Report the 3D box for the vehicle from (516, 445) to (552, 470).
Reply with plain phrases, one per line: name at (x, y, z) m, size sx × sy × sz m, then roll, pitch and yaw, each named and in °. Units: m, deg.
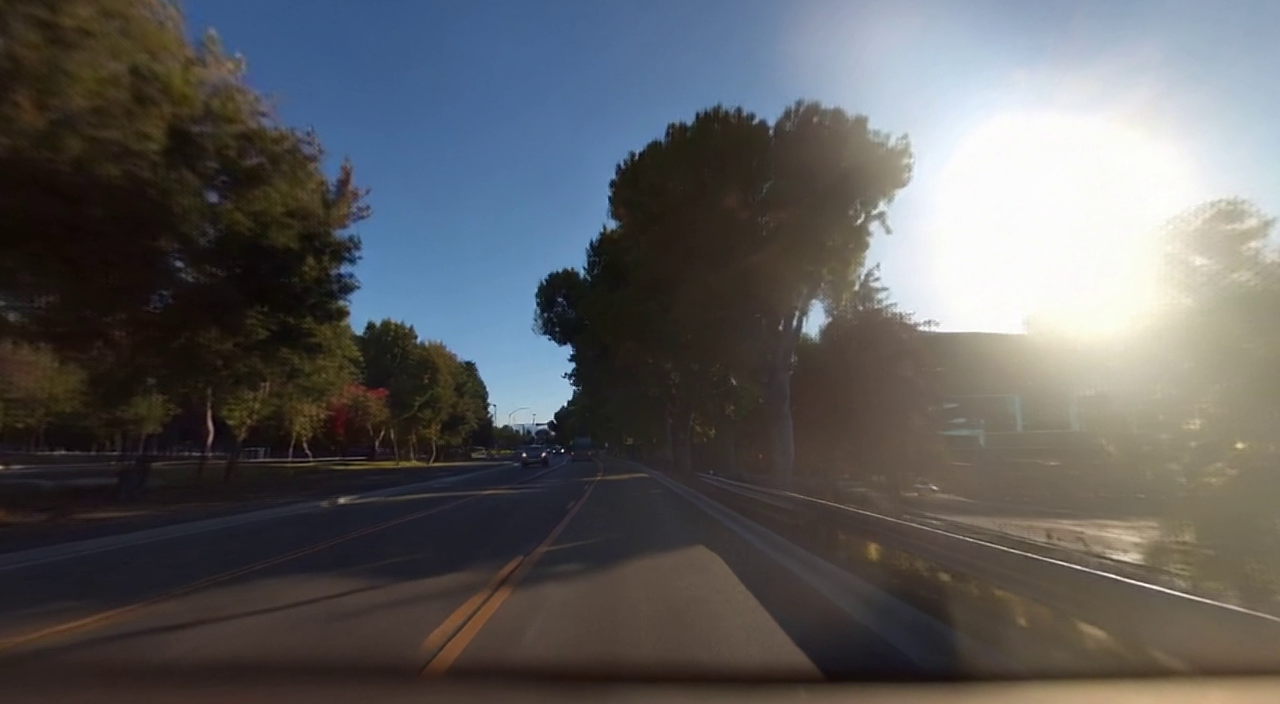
vehicle at (-7.719, 7.722, 46.029) m, size 2.017 × 1.725 × 4.115 m, roll 0°, pitch -9°, yaw -2°
